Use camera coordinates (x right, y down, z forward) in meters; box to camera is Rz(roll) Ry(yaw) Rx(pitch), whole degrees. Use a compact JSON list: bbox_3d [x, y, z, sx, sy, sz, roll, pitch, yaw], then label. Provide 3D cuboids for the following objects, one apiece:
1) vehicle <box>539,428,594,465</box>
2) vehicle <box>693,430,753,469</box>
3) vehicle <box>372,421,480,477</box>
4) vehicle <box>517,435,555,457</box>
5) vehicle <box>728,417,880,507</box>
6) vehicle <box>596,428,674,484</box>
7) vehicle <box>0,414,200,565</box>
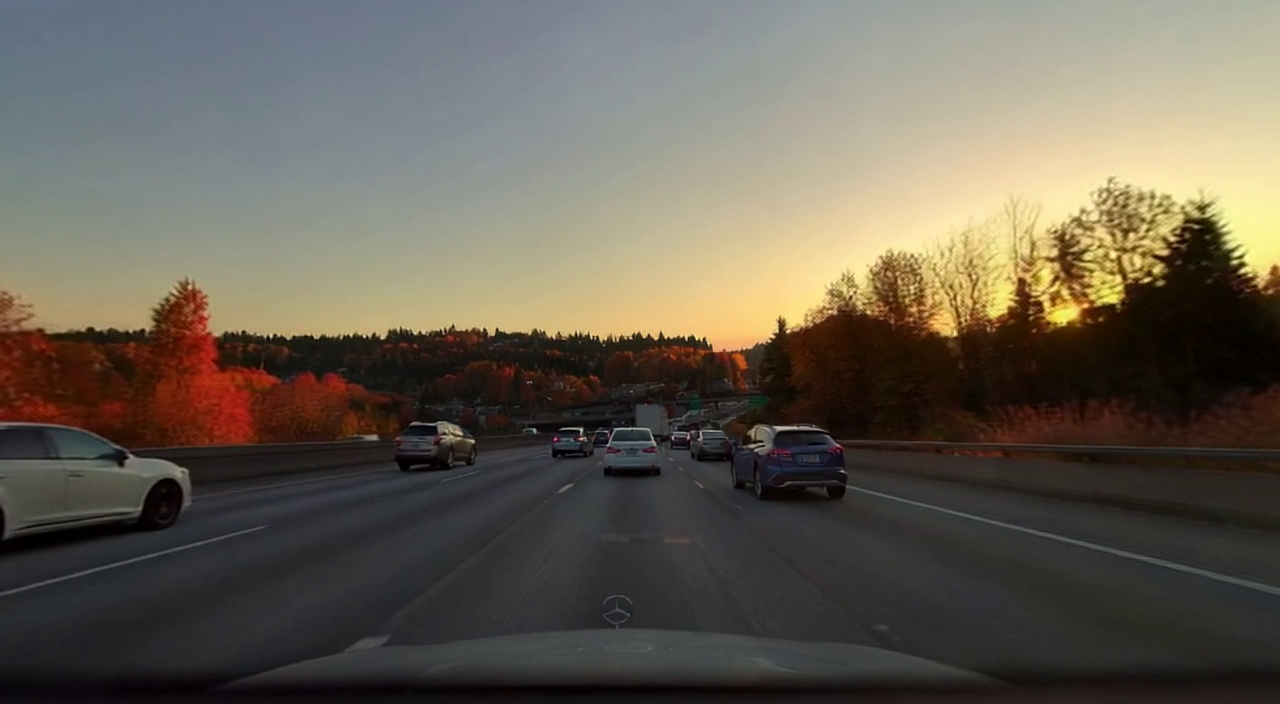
[{"bbox_3d":[-3.537,4.626,30.992,2.064,1.672,4.277,0,-8,1],"label":"vehicle"},{"bbox_3d":[3.487,4.196,27.358,1.972,1.516,4.514,0,-8,0],"label":"vehicle"},{"bbox_3d":[-7.473,3.424,22.542,2.117,1.779,4.745,0,-8,1],"label":"vehicle"},{"bbox_3d":[-7.042,6.382,42.966,1.896,1.429,4.348,0,-8,0],"label":"vehicle"},{"bbox_3d":[3.348,2.326,13.831,2.095,1.650,4.331,0,-8,-1],"label":"vehicle"},{"bbox_3d":[-0.143,3.119,19.272,2.111,1.494,4.364,0,-8,0],"label":"vehicle"},{"bbox_3d":[-7.470,1.511,7.212,1.934,1.526,3.966,0,-8,0],"label":"vehicle"}]
